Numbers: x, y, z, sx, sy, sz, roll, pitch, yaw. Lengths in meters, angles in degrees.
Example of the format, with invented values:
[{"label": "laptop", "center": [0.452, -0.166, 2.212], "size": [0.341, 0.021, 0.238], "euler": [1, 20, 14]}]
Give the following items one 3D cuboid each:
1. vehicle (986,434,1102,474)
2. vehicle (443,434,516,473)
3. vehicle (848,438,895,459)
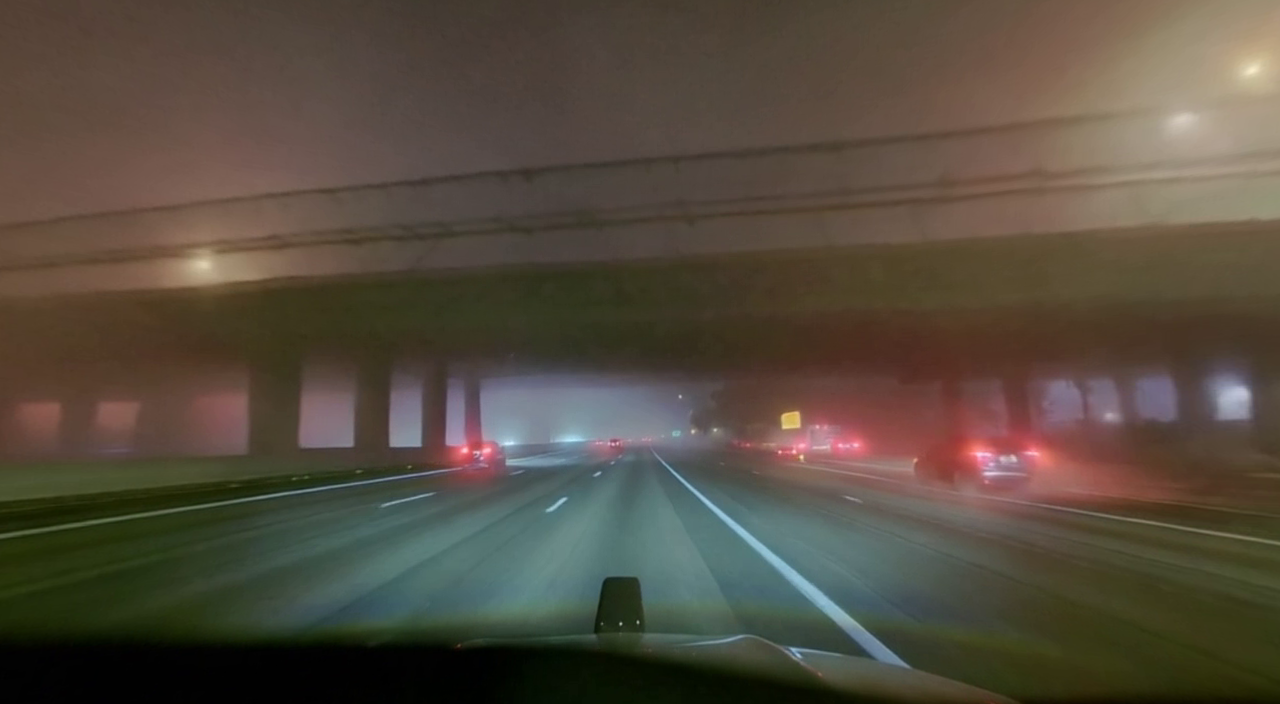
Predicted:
[{"label": "vehicle", "center": [17.384, 4.400, 27.422], "size": [1.884, 1.567, 4.692], "euler": [0, -8, -1]}, {"label": "vehicle", "center": [-6.783, 4.340, 27.120], "size": [1.985, 1.513, 4.172], "euler": [0, -8, 1]}, {"label": "vehicle", "center": [18.227, 7.594, 49.787], "size": [1.989, 1.529, 4.791], "euler": [0, -8, 1]}]
